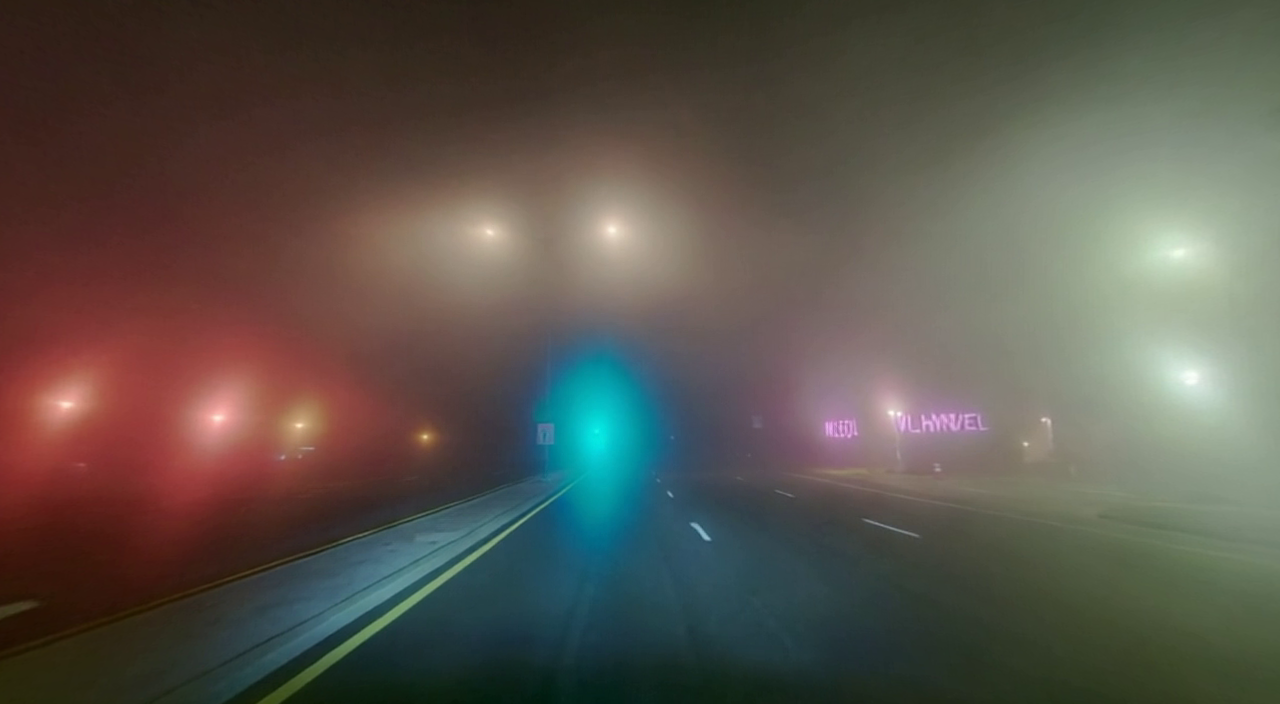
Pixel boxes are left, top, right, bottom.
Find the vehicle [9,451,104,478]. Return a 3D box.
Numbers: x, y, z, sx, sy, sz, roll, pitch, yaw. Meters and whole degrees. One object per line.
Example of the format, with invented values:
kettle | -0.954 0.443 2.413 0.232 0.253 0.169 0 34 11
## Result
vehicle | -32.831 6.342 35.589 3.732 1.453 1.721 -1 -9 5
